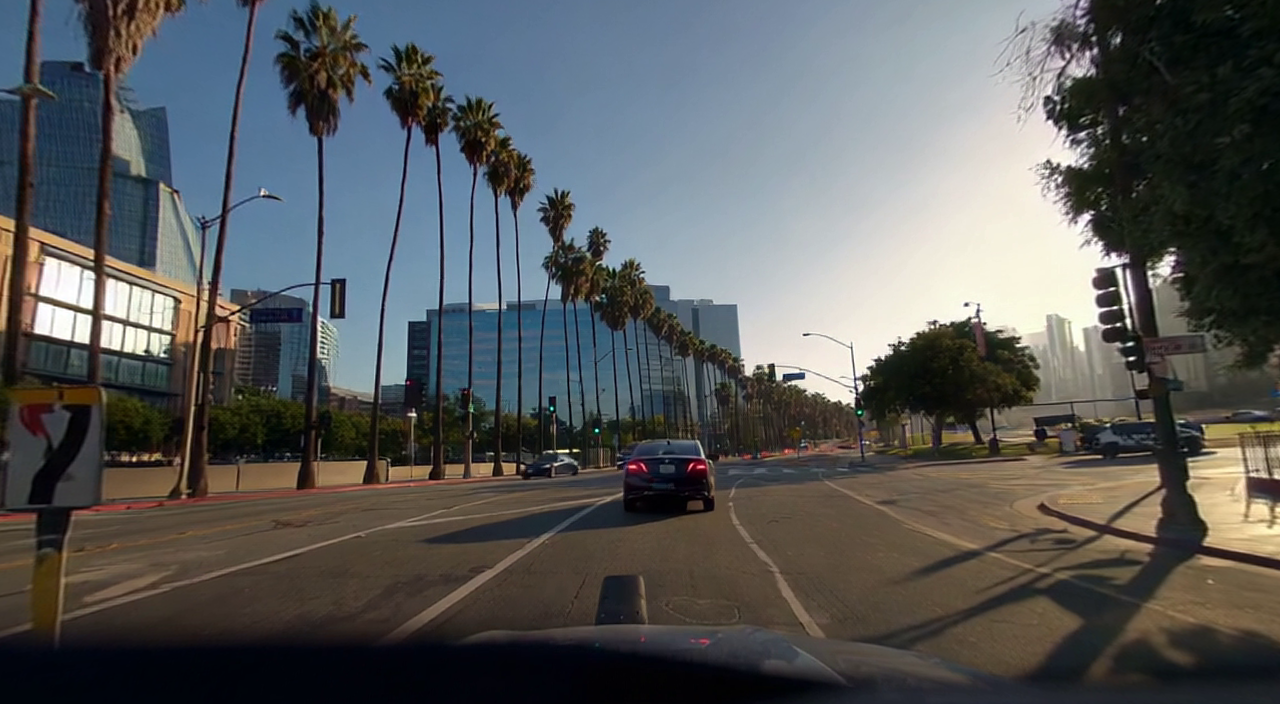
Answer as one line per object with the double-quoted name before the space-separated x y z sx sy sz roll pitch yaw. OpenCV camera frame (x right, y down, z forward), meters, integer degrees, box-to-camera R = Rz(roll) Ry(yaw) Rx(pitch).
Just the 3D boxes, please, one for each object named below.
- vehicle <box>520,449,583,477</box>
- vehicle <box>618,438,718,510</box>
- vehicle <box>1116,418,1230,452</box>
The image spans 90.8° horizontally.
"vehicle" -4.999 6.381 36.483 2.012 1.467 4.592 -2 -9 13
"vehicle" 0.820 2.895 15.420 2.096 1.492 4.071 -1 -9 7
"vehicle" 30.458 4.777 36.161 5.049 1.861 2.081 1 -9 -10
